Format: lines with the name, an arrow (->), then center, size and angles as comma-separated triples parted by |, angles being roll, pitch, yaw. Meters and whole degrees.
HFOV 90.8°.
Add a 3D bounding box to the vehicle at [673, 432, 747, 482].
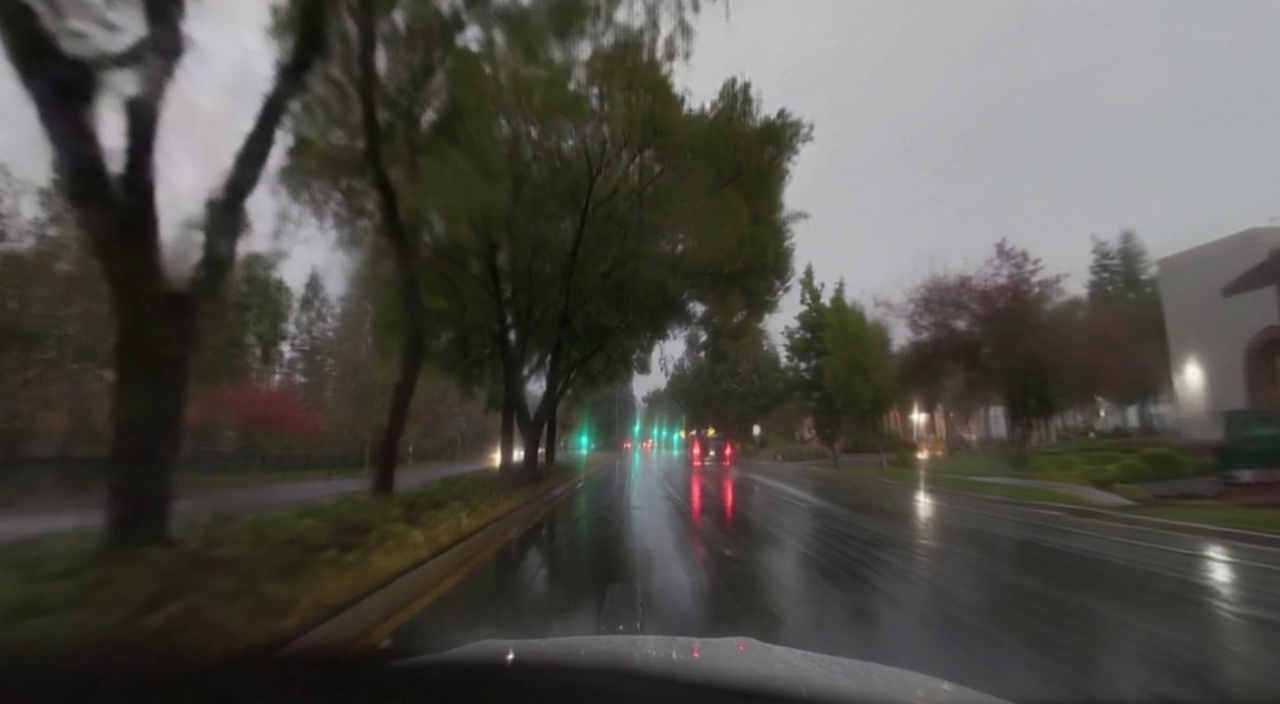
vehicle -> 2.590, 4.035, 24.638 | 2.240, 1.740, 4.605 | 0, -8, -2
